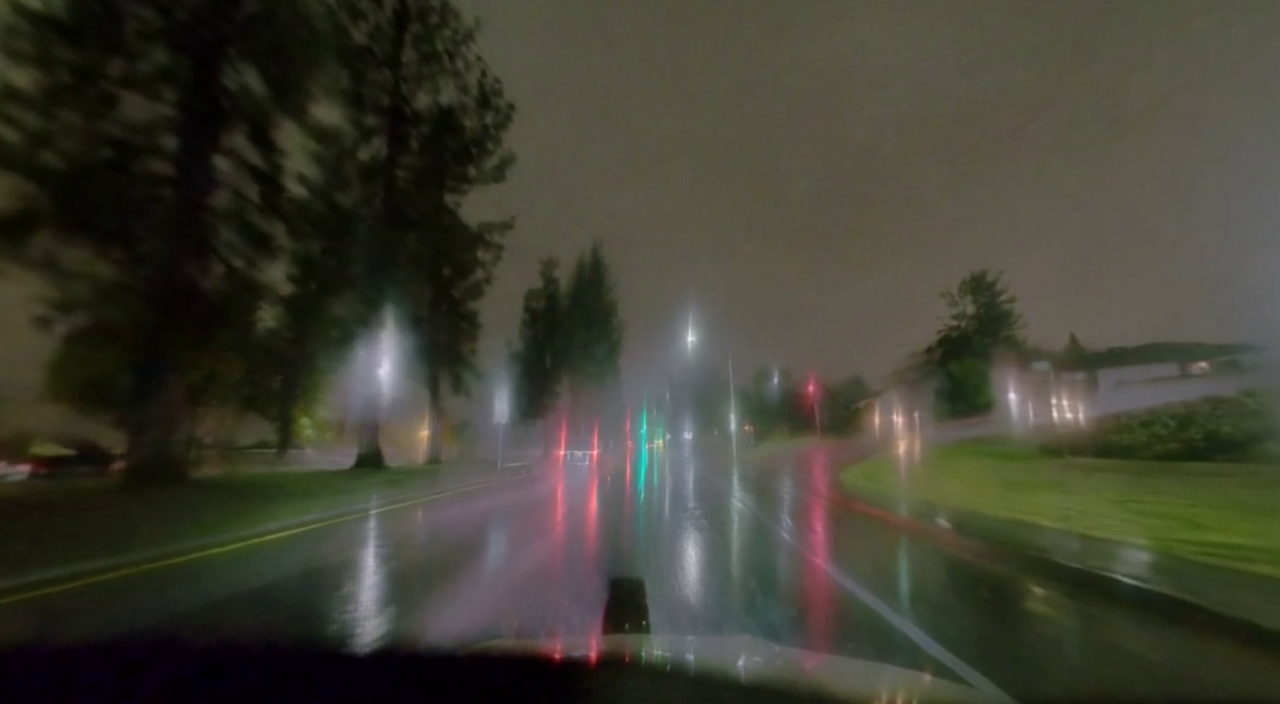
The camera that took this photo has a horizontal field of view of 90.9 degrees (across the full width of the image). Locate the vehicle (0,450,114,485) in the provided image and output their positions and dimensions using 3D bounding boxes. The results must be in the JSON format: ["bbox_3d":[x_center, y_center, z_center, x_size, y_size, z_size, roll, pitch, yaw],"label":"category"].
[{"bbox_3d":[-28.537,5.515,30.514,1.866,1.479,4.731,-1,-8,4],"label":"vehicle"}]

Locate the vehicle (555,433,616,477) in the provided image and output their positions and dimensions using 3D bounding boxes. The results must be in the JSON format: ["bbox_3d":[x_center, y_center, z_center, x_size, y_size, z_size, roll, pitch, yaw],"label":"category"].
[{"bbox_3d":[-2.185,4.300,26.591,2.016,1.694,4.335,0,-8,2],"label":"vehicle"}]
